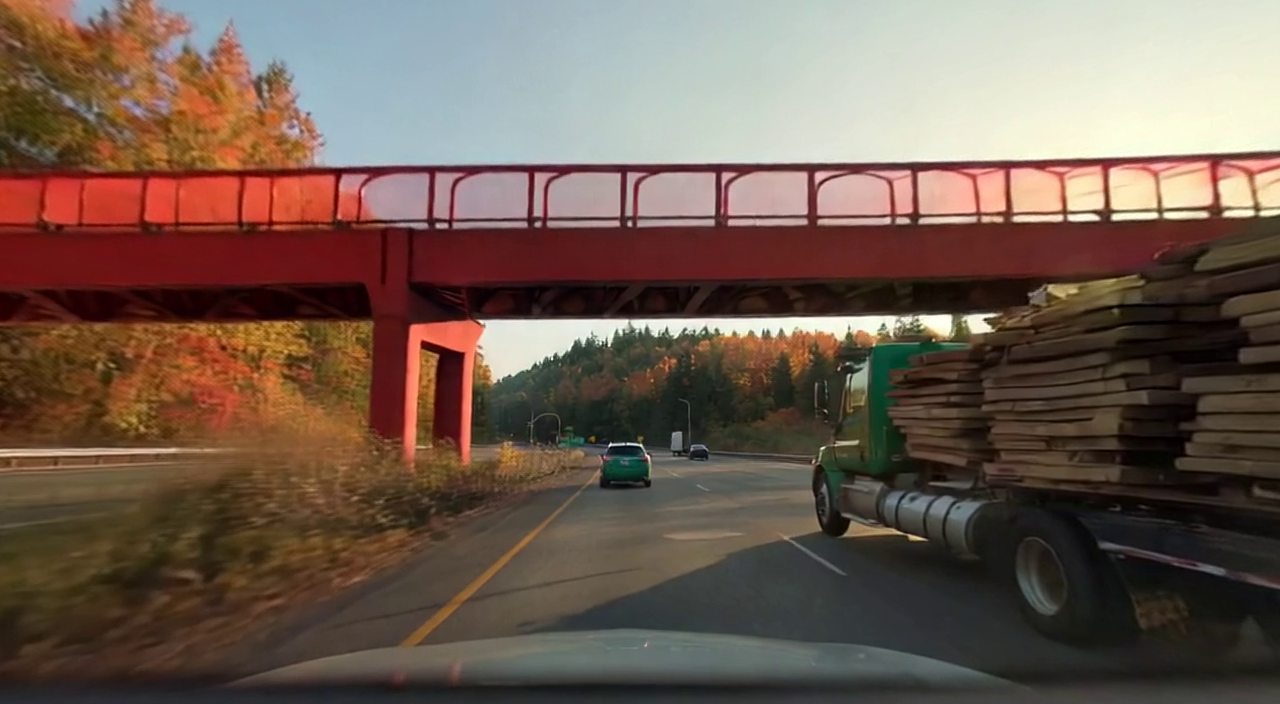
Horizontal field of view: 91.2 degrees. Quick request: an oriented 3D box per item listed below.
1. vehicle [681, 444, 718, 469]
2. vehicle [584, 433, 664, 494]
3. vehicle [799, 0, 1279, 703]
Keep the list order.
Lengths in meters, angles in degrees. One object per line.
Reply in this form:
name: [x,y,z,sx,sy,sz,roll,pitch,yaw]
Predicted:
vehicle: [3.773,6.757,40.572,1.894,1.487,3.751,0,-9,-2]
vehicle: [-0.491,3.458,19.775,2.259,1.699,4.015,0,-9,-1]
vehicle: [4.240,0.113,5.698,2.992,3.920,8.831,0,-9,-1]
